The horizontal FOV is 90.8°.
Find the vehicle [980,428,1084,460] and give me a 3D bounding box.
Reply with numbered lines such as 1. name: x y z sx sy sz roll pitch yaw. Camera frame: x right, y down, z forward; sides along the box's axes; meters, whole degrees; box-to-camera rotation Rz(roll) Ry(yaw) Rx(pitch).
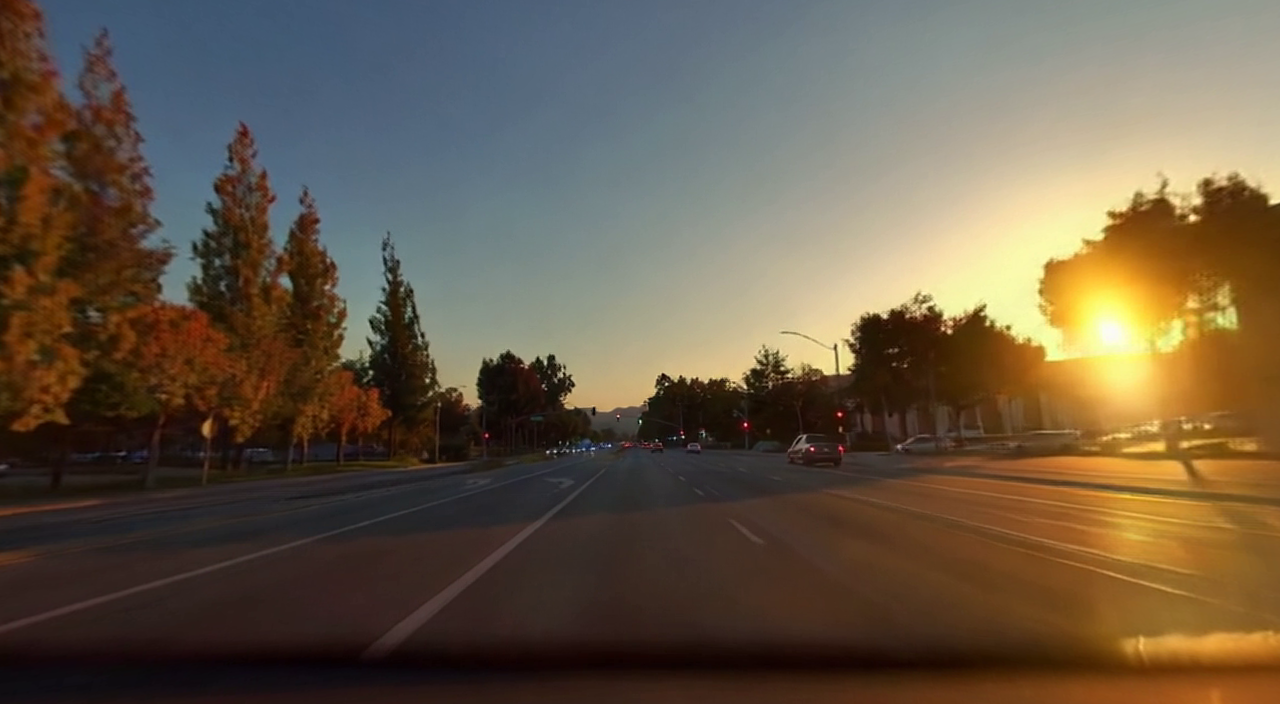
1. vehicle: 23.834 5.595 38.513 4.893 1.873 2.191 0 -8 -3

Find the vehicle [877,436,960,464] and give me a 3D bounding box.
1. vehicle: 18.171 6.437 41.385 4.427 1.747 2.024 0 -9 -2
